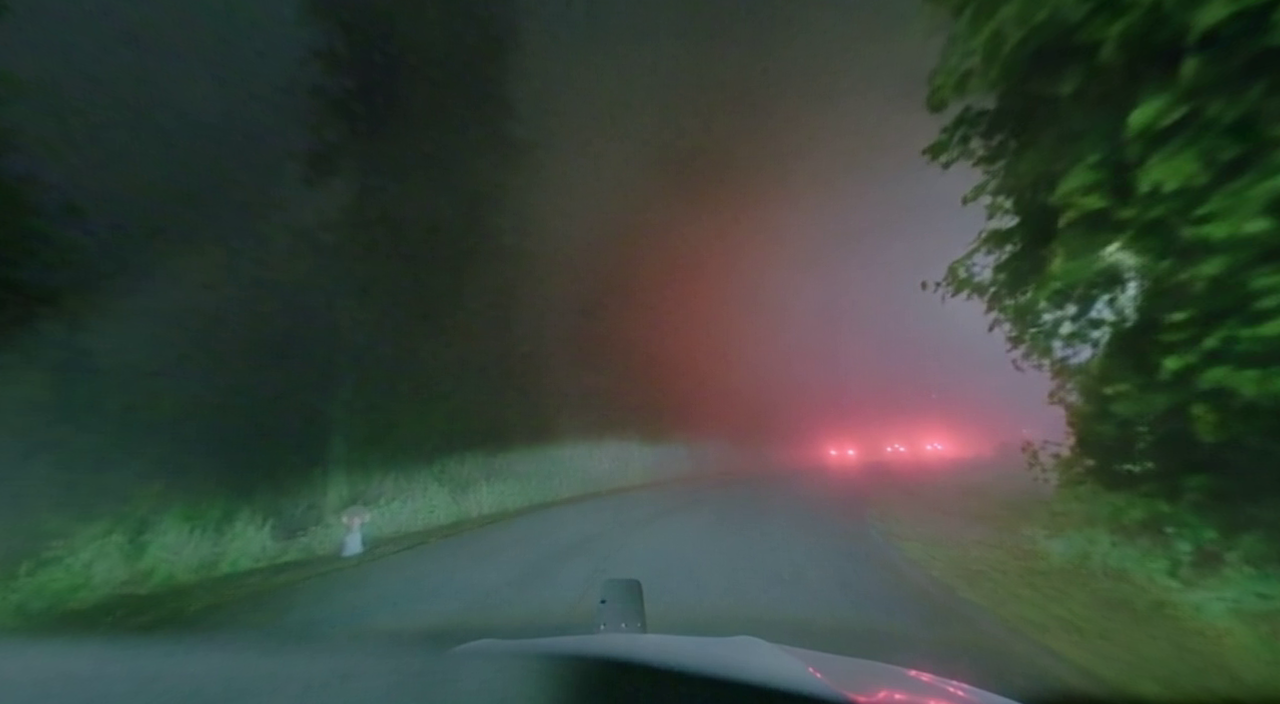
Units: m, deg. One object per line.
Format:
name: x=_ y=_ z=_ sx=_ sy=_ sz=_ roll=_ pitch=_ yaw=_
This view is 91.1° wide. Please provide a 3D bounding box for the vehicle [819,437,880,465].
vehicle: x=14.204 y=6.677 z=42.488 sx=4.257 sy=1.789 sz=1.988 roll=8 pitch=-11 yaw=-41
